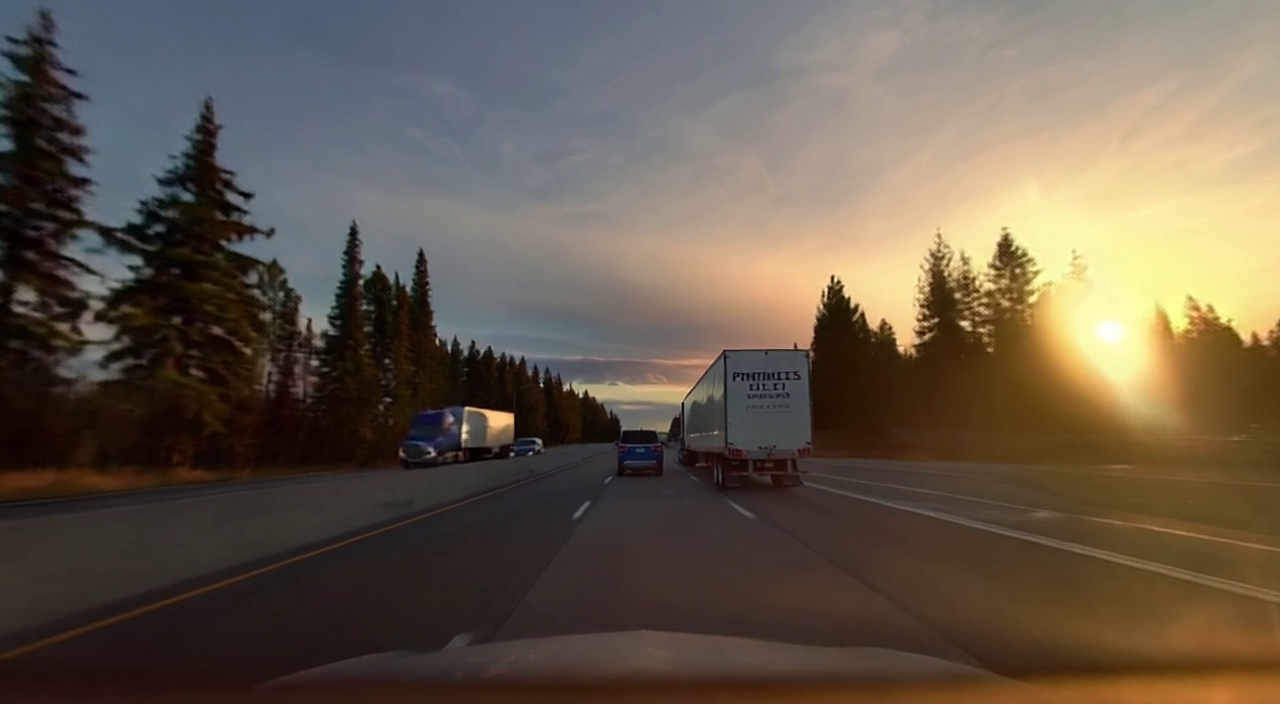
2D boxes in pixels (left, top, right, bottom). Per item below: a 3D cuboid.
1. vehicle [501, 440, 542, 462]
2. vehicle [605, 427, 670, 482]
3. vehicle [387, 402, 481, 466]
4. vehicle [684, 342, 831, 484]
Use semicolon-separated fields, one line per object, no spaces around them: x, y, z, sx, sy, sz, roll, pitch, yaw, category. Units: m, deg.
-8.872;7.450;47.591;2.117;1.493;4.774;0;-8;1;vehicle
-0.097;3.846;23.910;2.222;1.848;4.610;0;-8;0;vehicle
-13.423;5.531;42.080;3.042;3.762;9.032;0;-8;1;vehicle
4.016;2.997;26.769;2.899;4.160;16.621;0;-9;-1;vehicle
